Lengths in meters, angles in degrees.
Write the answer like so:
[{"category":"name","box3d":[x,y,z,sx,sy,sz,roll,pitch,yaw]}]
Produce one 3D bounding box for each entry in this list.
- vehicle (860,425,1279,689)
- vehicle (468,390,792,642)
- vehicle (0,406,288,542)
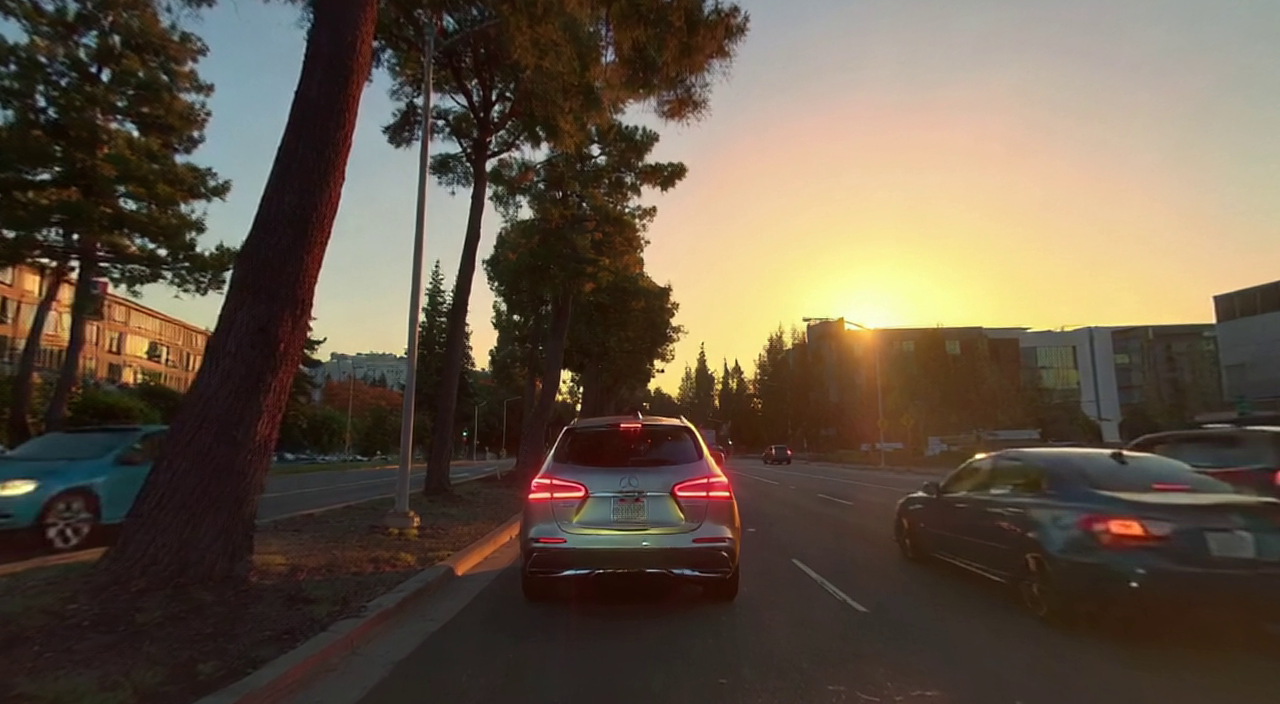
[{"category":"vehicle","box3d":[3.845,1.485,5.774,2.058,1.468,4.339,0,-9,0]},{"category":"vehicle","box3d":[-0.083,1.408,6.340,2.172,1.694,4.055,0,-8,0]},{"category":"vehicle","box3d":[-9.742,2.189,11.979,2.575,1.940,5.755,0,-9,2]}]
